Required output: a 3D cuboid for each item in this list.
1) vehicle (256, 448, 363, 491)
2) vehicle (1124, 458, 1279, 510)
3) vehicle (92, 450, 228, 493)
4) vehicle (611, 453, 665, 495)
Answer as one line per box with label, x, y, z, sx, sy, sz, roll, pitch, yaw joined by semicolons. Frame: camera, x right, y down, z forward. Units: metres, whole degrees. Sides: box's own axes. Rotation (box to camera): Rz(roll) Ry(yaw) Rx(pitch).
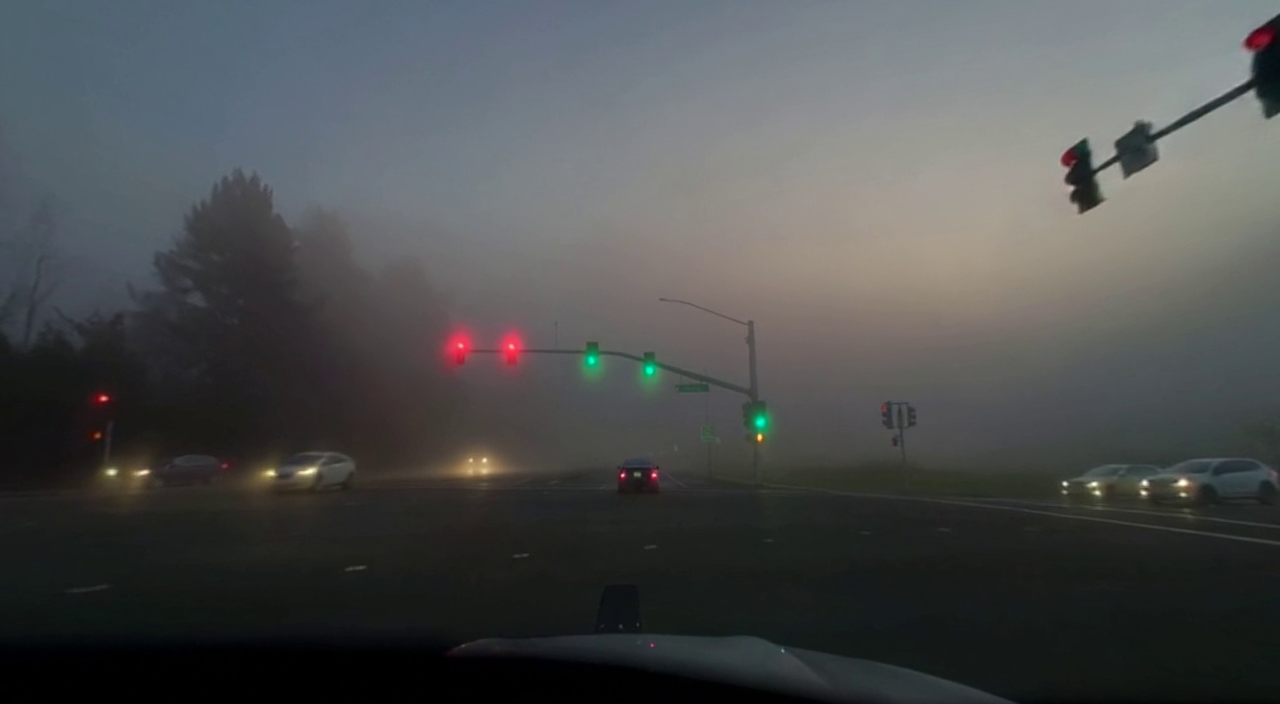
vehicle;-14.080;5.009;27.172;2.024;1.663;4.502;0;-8;3
vehicle;18.218;4.121;19.893;4.441;1.466;1.982;1;-9;-9
vehicle;-21.746;5.390;28.818;2.189;1.720;4.653;-1;-9;8
vehicle;-0.070;4.692;24.522;1.954;1.469;3.465;0;-8;0
